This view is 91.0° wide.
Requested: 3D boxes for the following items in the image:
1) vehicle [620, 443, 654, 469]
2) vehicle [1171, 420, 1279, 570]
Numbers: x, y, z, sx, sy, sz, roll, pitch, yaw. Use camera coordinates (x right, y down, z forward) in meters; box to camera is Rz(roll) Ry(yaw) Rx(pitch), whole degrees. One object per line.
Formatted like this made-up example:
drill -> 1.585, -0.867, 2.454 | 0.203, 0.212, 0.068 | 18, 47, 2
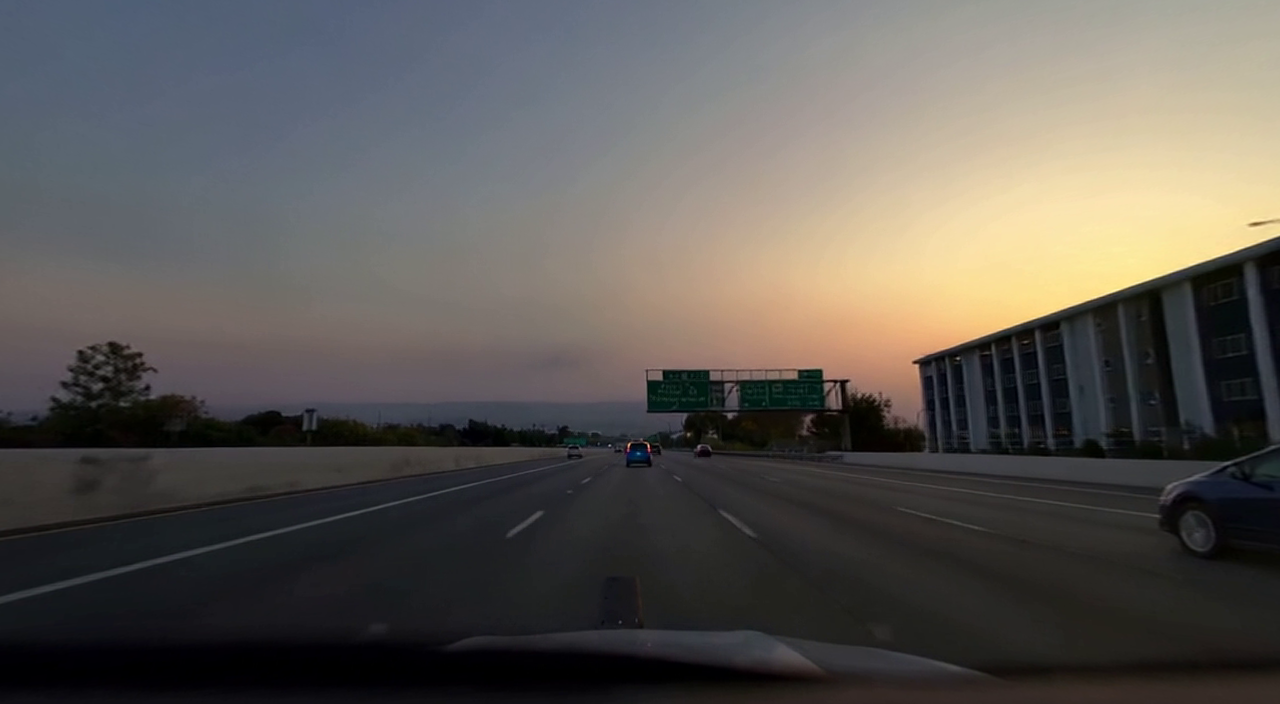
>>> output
vehicle -> -0.195, 6.459, 39.315 | 2.036, 1.542, 3.891 | 0, -8, 0
vehicle -> 7.421, 1.273, 5.181 | 1.937, 1.498, 4.710 | 0, -8, -1
